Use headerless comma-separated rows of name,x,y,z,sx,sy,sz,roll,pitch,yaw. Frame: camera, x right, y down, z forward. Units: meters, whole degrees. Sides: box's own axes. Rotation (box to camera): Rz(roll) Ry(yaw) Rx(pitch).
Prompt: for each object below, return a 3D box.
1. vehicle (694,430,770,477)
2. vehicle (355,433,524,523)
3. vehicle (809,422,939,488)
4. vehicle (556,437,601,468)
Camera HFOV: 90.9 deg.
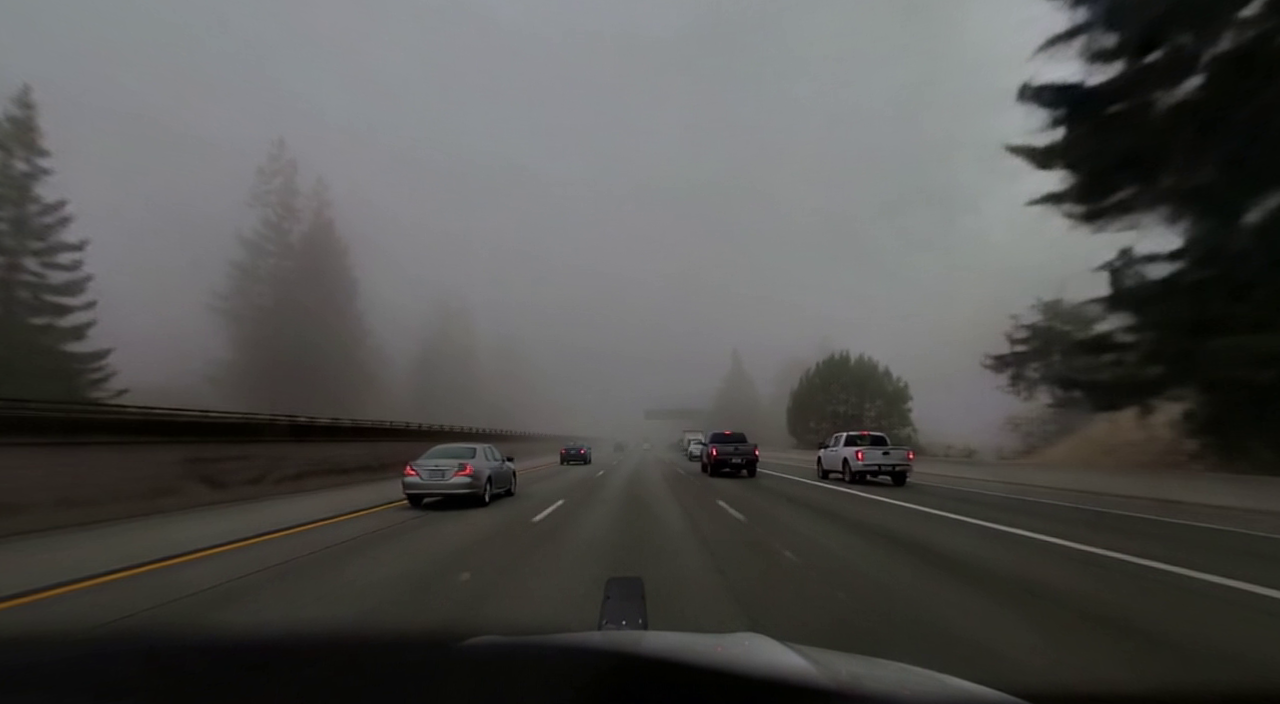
vehicle,4.058,4.610,28.943,2.517,1.935,5.552,0,-9,-1
vehicle,-3.735,2.419,12.642,1.978,1.473,4.073,0,-9,1
vehicle,7.826,3.529,21.873,2.291,1.968,5.662,0,-9,0
vehicle,-3.402,5.625,35.475,2.020,1.628,4.248,0,-8,1
